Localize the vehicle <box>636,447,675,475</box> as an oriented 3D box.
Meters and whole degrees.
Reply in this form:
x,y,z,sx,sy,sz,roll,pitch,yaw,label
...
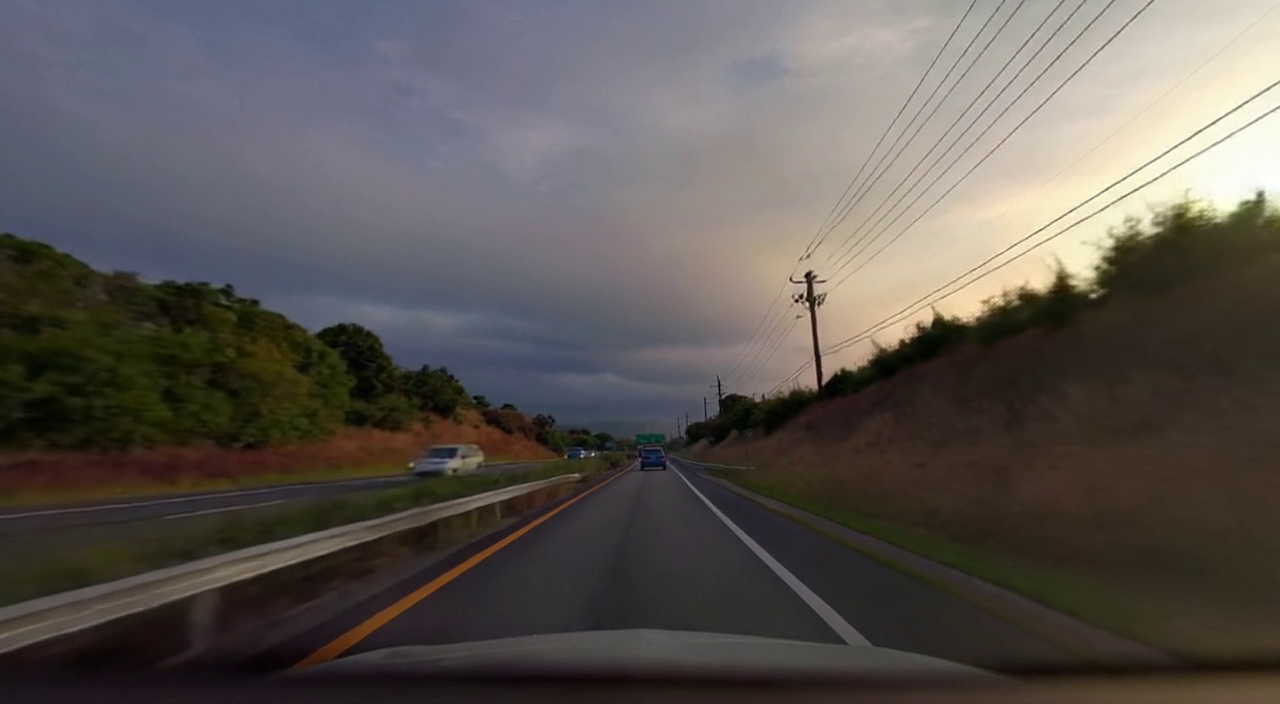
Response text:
x,y,z,sx,sy,sz,roll,pitch,yaw,label
0.866,6.181,35.790,2.080,1.486,3.813,0,-9,1,vehicle

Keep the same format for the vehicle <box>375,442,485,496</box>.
x,y,z,sx,sy,sz,roll,pitch,yaw,label
-6.519,3.699,20.174,1.900,1.515,4.379,0,-9,1,vehicle
